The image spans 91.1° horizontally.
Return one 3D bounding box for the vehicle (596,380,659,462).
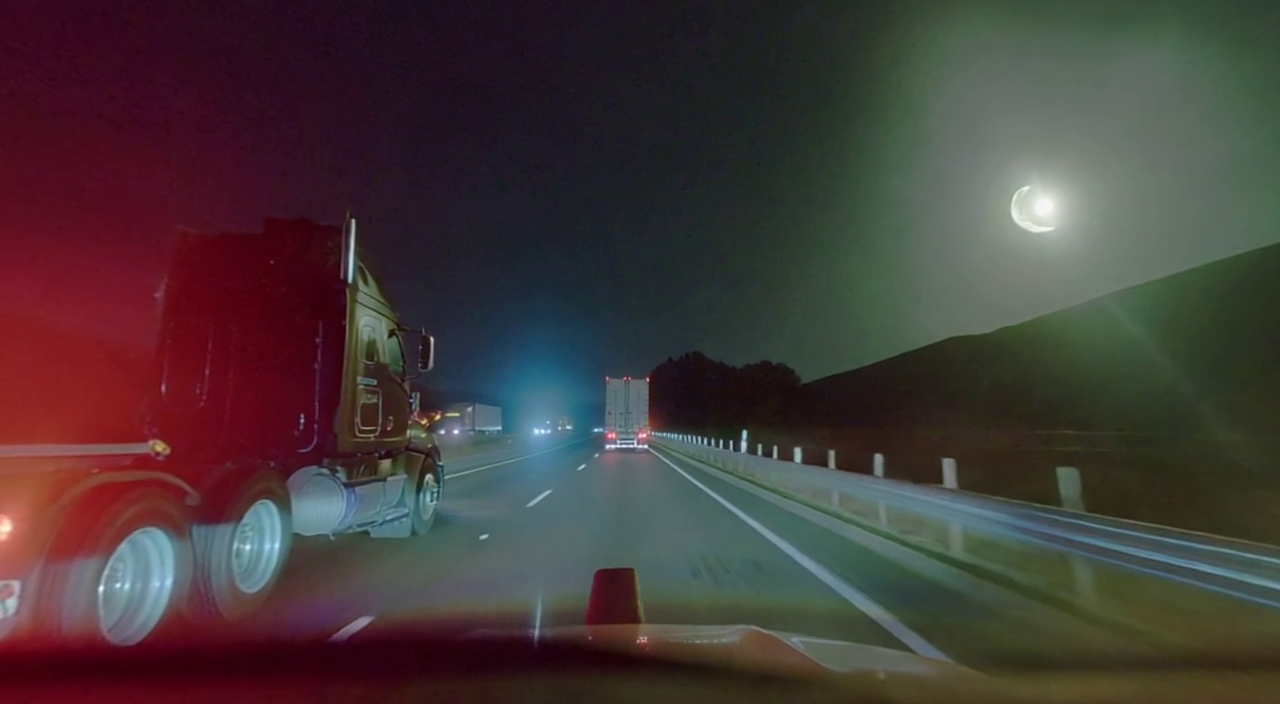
[{"bbox_3d":[-0.762,3.997,35.556,3.023,3.965,10.402,0,-8,-2],"label":"vehicle"}]
